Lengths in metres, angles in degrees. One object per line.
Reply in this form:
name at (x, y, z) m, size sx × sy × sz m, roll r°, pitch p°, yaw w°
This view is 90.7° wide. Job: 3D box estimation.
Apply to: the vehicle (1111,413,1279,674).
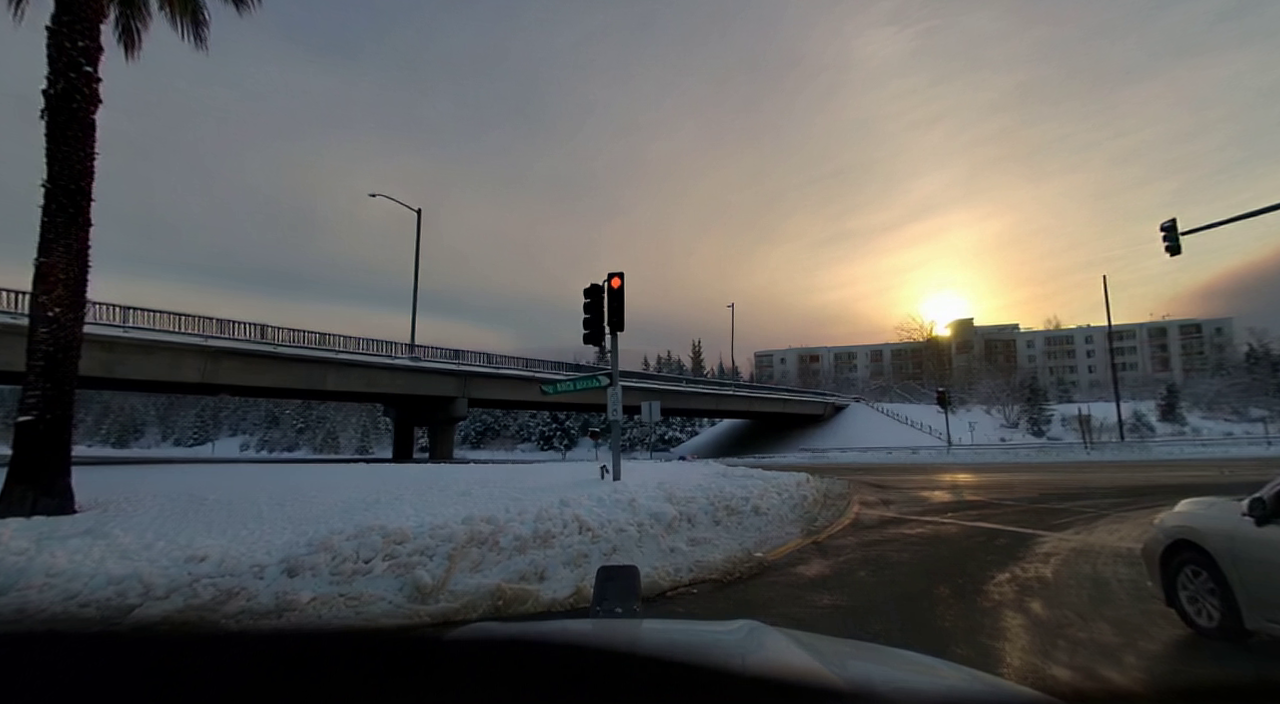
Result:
vehicle at (4.517, 0.972, 2.758) m, size 1.959 × 1.485 × 4.628 m, roll -2°, pitch -9°, yaw 9°
